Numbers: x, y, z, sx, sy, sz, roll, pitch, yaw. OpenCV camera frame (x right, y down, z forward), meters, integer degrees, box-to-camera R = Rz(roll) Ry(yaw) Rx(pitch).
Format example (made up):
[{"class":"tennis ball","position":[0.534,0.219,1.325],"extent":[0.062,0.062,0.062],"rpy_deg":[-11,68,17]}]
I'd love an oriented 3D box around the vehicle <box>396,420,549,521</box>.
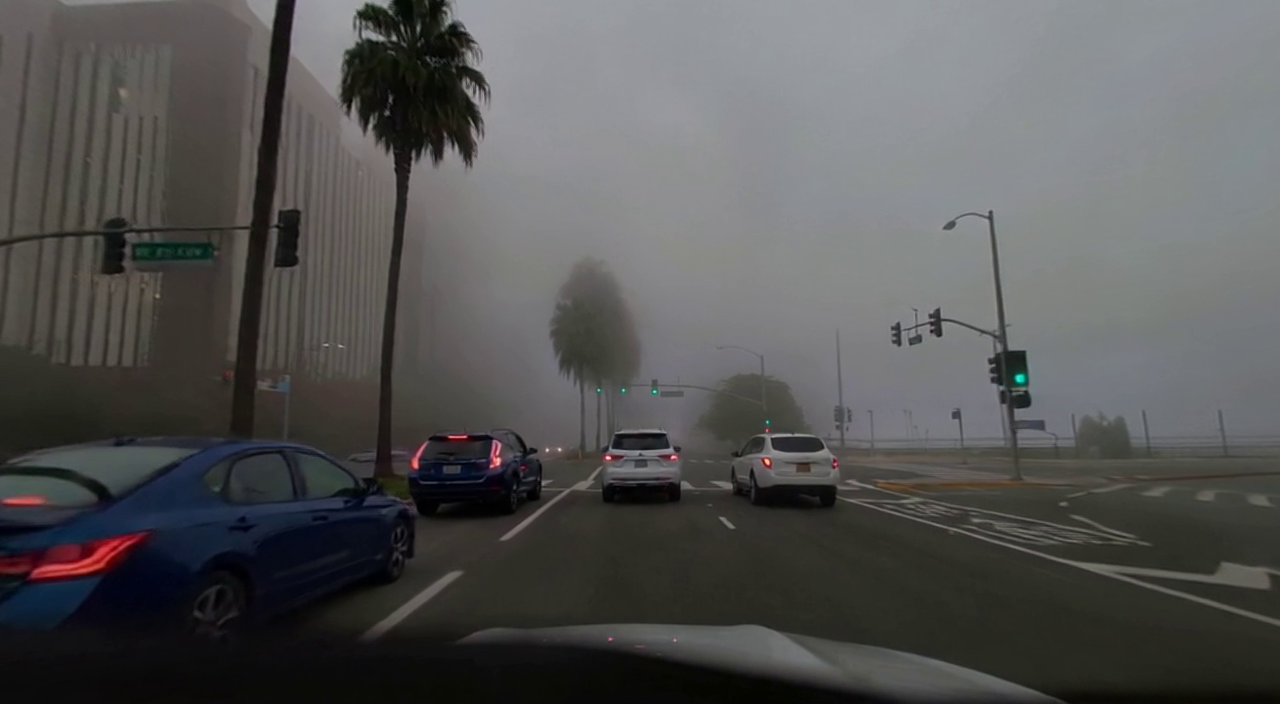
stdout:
[{"class":"vehicle","position":[-3.177,2.338,12.923],"extent":[1.938,1.713,4.048],"rpy_deg":[0,-9,1]}]

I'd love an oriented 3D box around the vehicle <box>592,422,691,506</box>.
[{"class":"vehicle","position":[0.039,2.669,15.437],"extent":[2.060,1.730,4.257],"rpy_deg":[0,-9,0]}]

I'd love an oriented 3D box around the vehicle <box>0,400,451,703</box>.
[{"class":"vehicle","position":[-3.218,1.291,5.007],"extent":[1.962,1.480,4.605],"rpy_deg":[0,-9,1]}]

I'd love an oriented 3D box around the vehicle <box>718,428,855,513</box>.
[{"class":"vehicle","position":[3.006,2.510,13.854],"extent":[1.936,1.567,3.896],"rpy_deg":[0,-9,-2]}]
